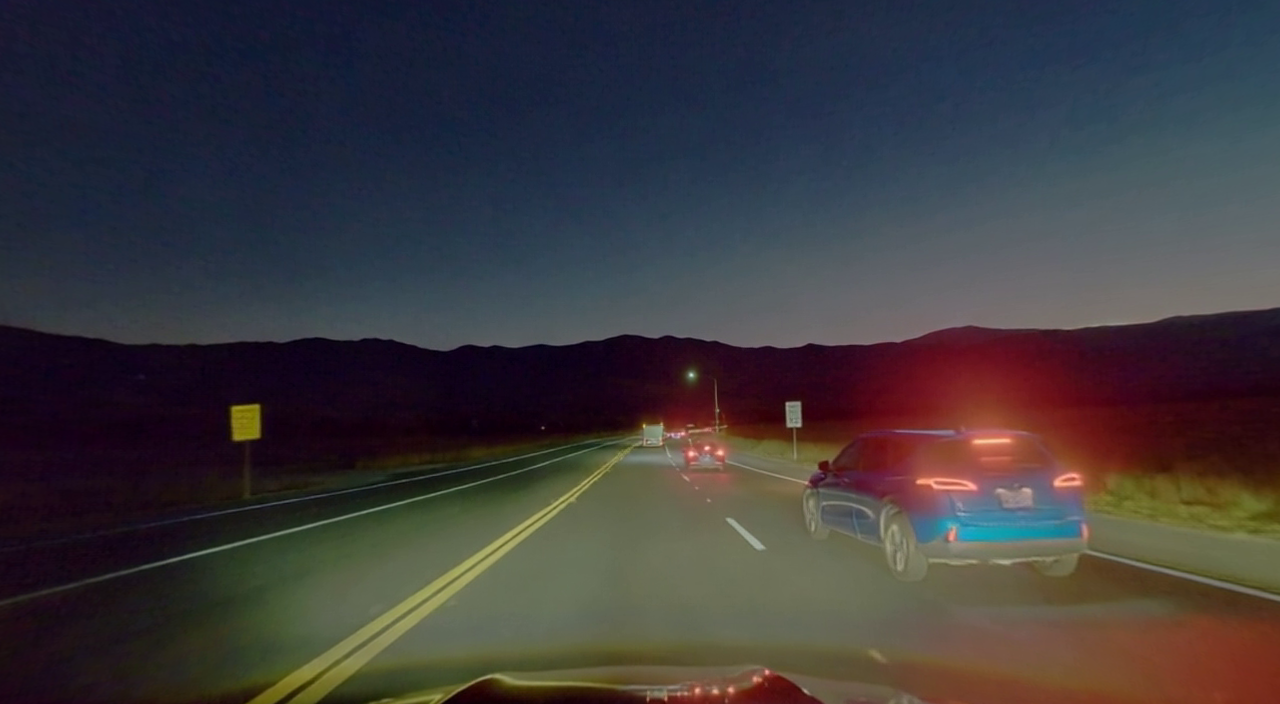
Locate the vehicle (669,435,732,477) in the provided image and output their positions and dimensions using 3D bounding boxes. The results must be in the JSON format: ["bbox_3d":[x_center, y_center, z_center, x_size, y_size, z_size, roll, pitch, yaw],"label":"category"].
[{"bbox_3d":[2.375,4.221,25.865,2.026,1.531,4.273,0,-8,-2],"label":"vehicle"}]

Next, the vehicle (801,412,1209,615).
[{"bbox_3d":[3.306,1.524,6.863,2.007,1.534,3.976,0,-8,0],"label":"vehicle"}]
